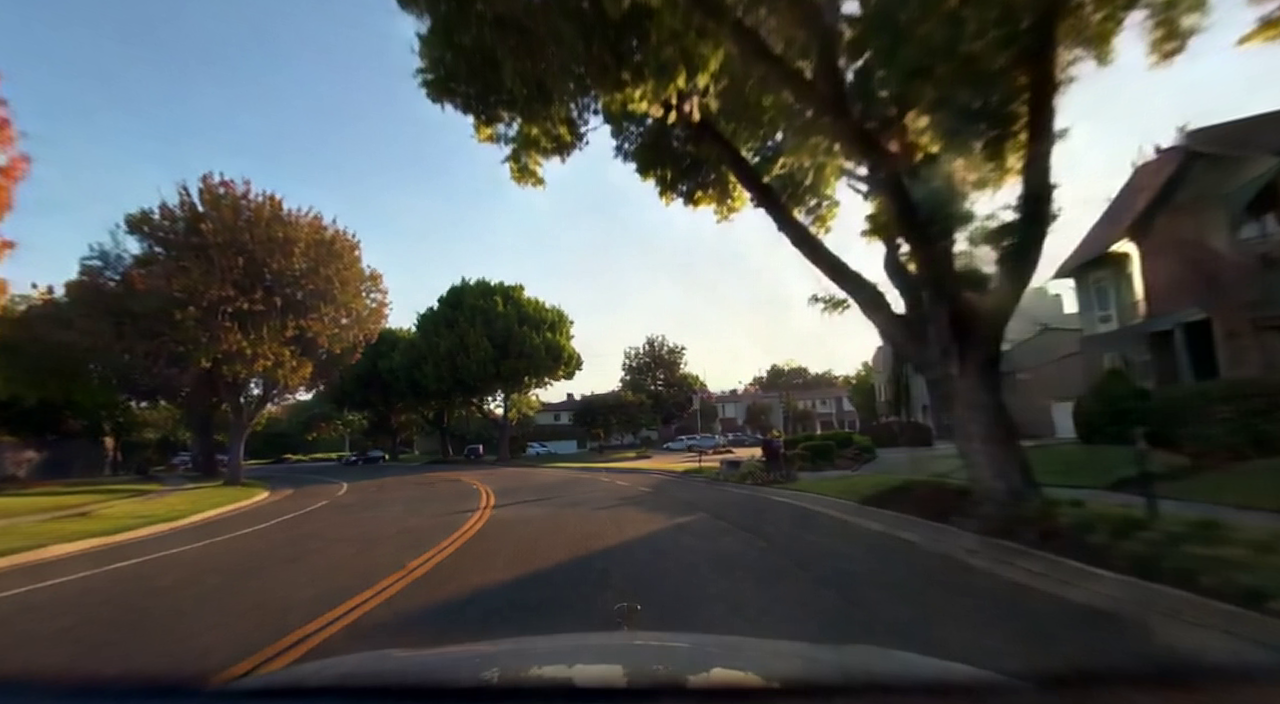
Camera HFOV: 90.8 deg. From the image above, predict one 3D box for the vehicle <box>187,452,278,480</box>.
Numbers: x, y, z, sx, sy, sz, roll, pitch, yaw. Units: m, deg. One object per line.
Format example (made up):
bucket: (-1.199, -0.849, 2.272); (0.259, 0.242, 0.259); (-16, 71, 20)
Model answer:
vehicle: (-25.021, 6.900, 38.625); (7.241, 1.161, 2.772); (-6, -7, 42)

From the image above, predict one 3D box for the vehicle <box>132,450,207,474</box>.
vehicle: (-33.369, 7.814, 44.812); (4.946, 1.537, 2.206); (-6, -9, 26)
